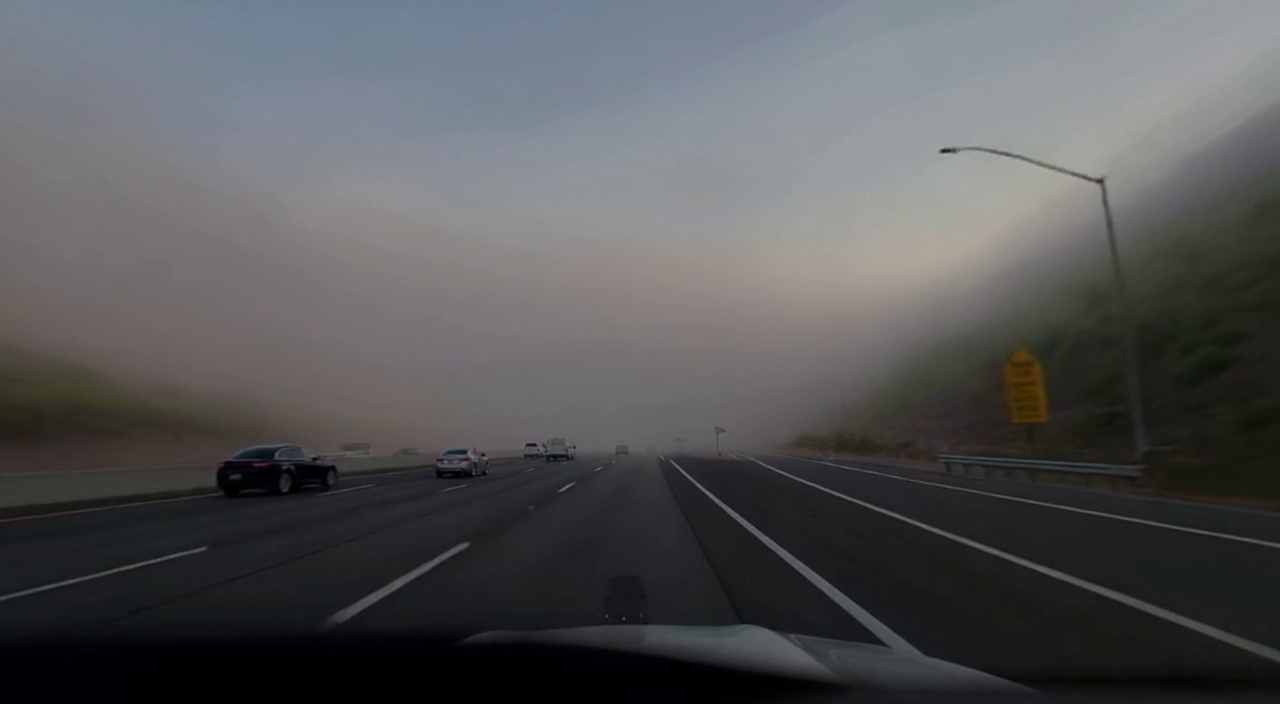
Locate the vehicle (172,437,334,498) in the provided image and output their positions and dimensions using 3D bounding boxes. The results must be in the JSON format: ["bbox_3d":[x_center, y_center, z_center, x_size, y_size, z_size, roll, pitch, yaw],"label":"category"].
[{"bbox_3d":[-11.686,3.506,19.535,2.020,1.645,4.629,0,-9,1],"label":"vehicle"}]

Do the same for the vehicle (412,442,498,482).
[{"bbox_3d":[-7.533,4.522,26.194,2.107,1.484,4.449,0,-9,1],"label":"vehicle"}]
